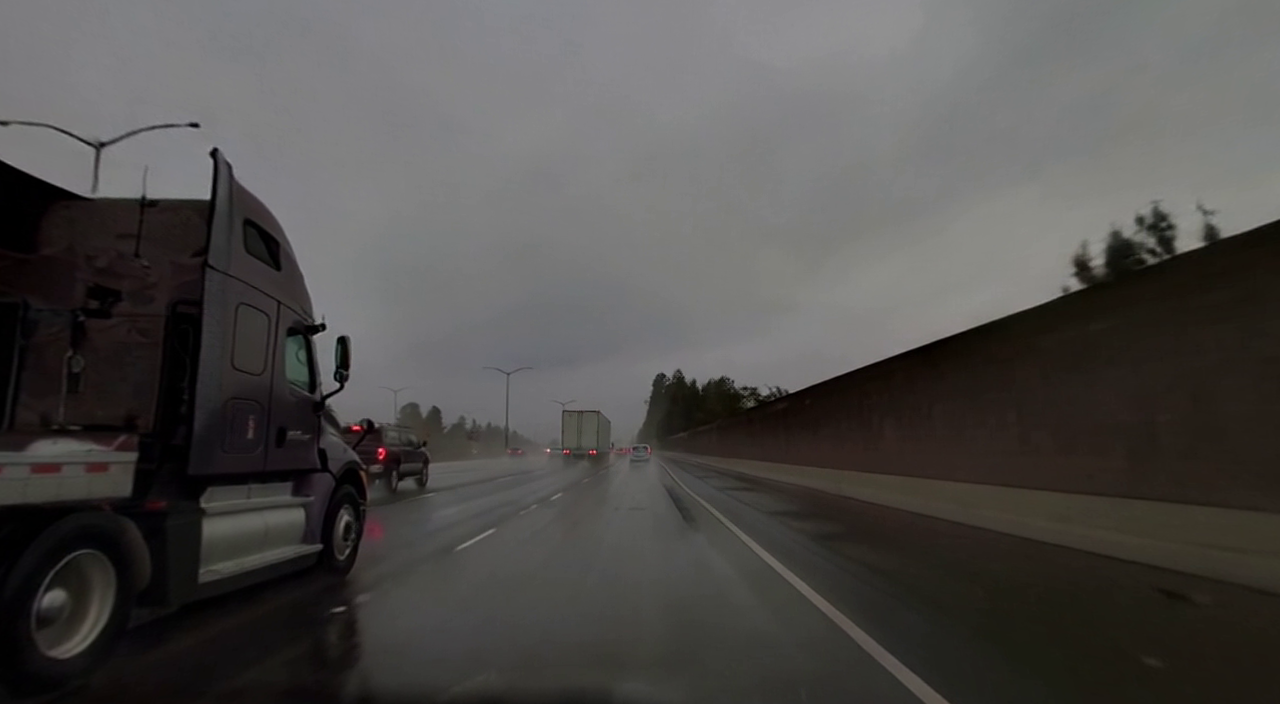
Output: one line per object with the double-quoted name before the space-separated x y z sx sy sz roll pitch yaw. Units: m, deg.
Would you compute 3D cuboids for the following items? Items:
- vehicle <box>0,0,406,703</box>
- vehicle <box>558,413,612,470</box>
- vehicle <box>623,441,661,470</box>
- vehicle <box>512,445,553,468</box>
"vehicle" -3.650 -0.058 0.740 3.025 3.266 9.256 0 -9 1
"vehicle" -3.520 6.072 42.437 2.956 3.331 9.575 0 -9 -1
"vehicle" 0.134 6.143 37.574 2.178 1.640 4.071 0 -9 0
"vehicle" -7.197 7.044 42.632 1.962 1.489 4.002 0 -9 2
